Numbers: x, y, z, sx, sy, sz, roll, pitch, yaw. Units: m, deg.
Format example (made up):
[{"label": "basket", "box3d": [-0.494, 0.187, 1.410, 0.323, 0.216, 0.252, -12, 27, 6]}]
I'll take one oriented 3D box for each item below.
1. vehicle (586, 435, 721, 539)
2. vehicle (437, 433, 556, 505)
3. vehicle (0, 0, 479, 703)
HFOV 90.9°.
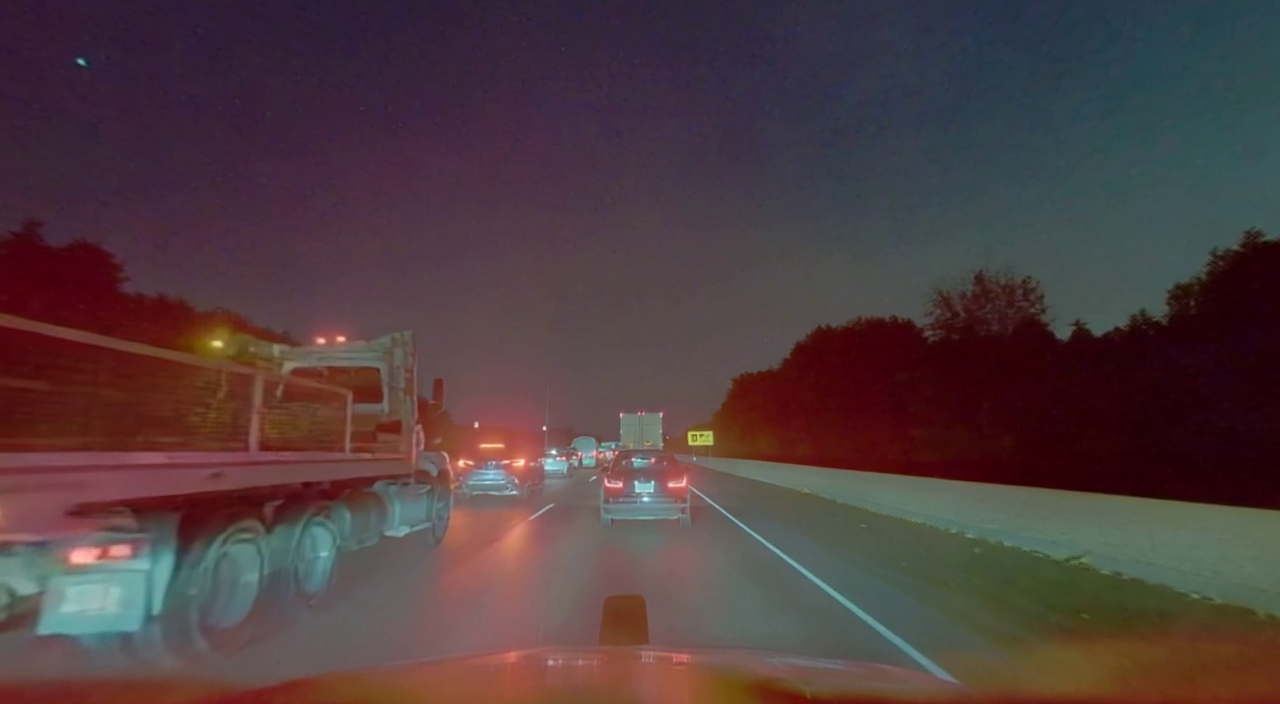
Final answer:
[{"label": "vehicle", "box3d": [0.168, 2.270, 11.082, 1.995, 1.495, 3.380, 0, -9, -1]}, {"label": "vehicle", "box3d": [-3.644, 3.075, 16.907, 2.165, 1.638, 4.317, 0, -9, 0]}, {"label": "vehicle", "box3d": [-3.890, 0.503, 5.473, 2.832, 3.293, 7.782, 0, -9, 0]}]
